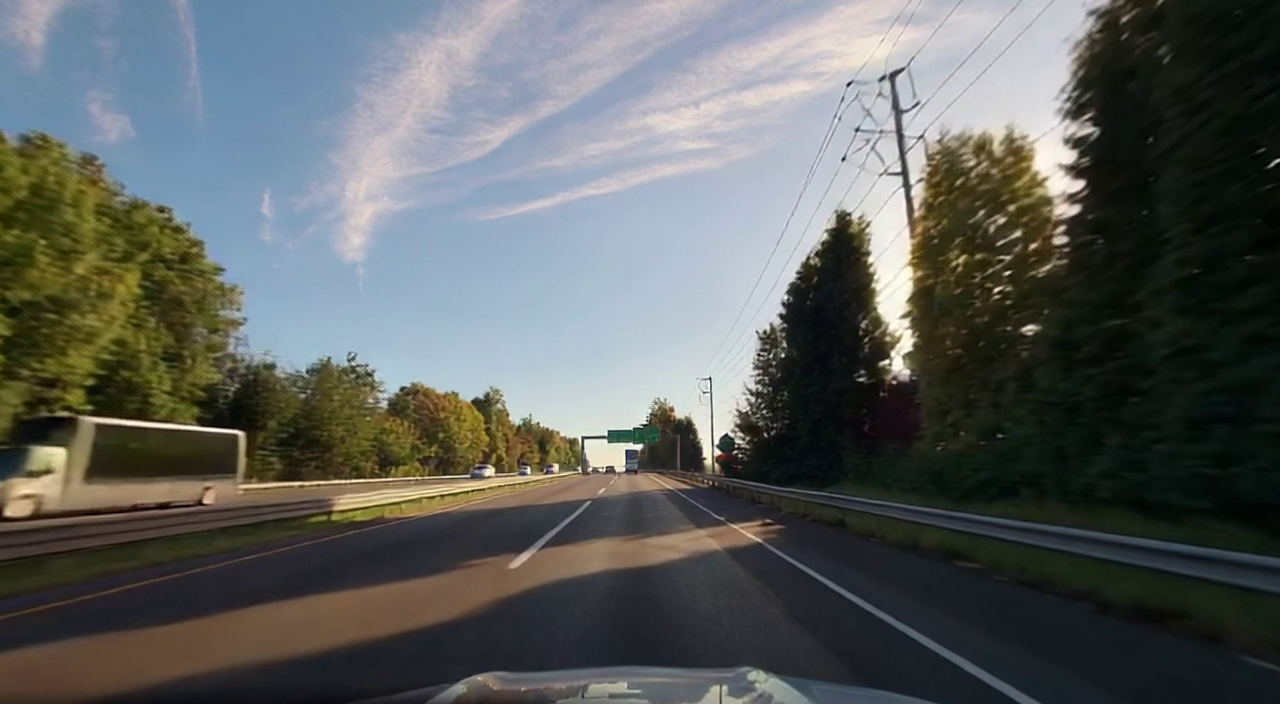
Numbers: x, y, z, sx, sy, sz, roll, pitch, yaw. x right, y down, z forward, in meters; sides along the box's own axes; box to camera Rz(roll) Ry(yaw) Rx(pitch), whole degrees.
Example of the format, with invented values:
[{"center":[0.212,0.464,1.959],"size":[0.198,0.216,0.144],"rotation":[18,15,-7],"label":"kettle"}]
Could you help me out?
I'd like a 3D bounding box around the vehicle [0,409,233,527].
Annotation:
[{"center":[-16.525,3.585,19.570],"size":[2.646,2.925,7.512],"rotation":[1,-11,-1],"label":"vehicle"}]
